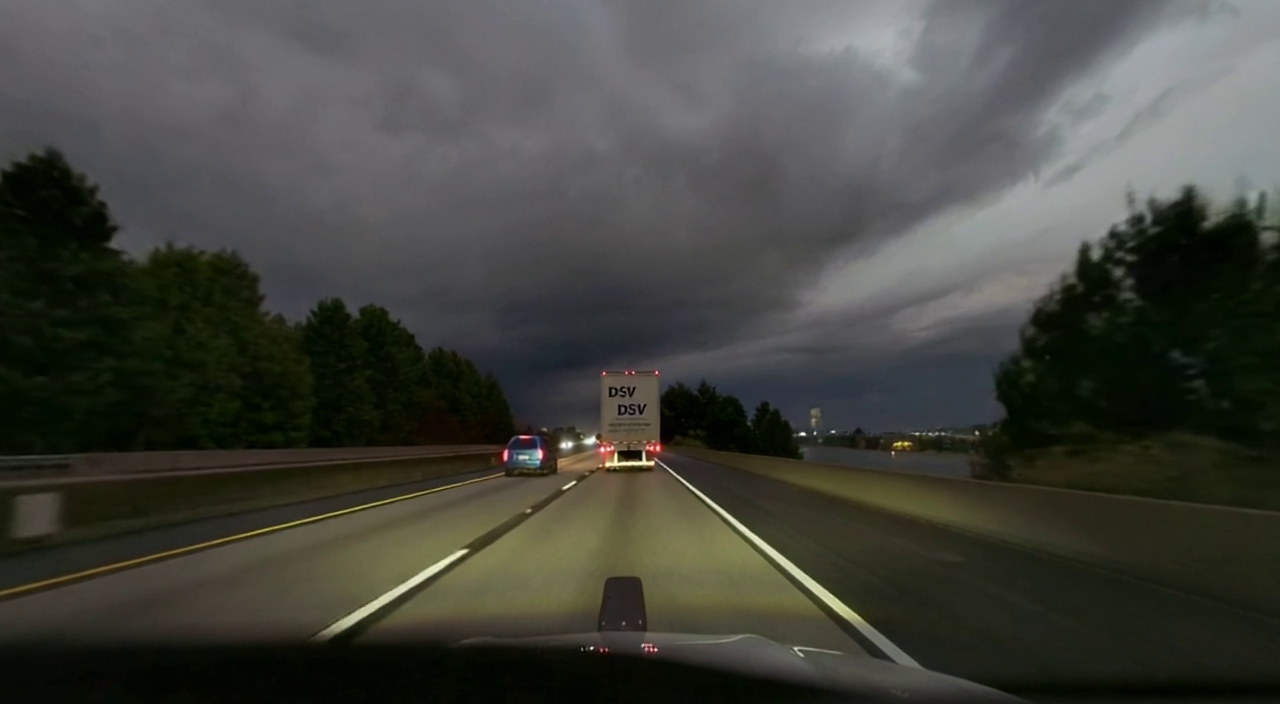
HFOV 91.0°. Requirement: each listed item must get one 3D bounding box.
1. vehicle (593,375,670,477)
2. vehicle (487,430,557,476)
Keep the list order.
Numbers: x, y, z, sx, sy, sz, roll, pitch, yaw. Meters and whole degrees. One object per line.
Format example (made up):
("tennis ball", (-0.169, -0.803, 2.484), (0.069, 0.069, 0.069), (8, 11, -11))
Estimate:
("vehicle", (-0.431, 3.602, 29.727), (2.969, 3.957, 10.270), (0, -8, -1))
("vehicle", (-4.876, 4.259, 26.793), (2.086, 1.778, 4.544), (0, -8, 0))
